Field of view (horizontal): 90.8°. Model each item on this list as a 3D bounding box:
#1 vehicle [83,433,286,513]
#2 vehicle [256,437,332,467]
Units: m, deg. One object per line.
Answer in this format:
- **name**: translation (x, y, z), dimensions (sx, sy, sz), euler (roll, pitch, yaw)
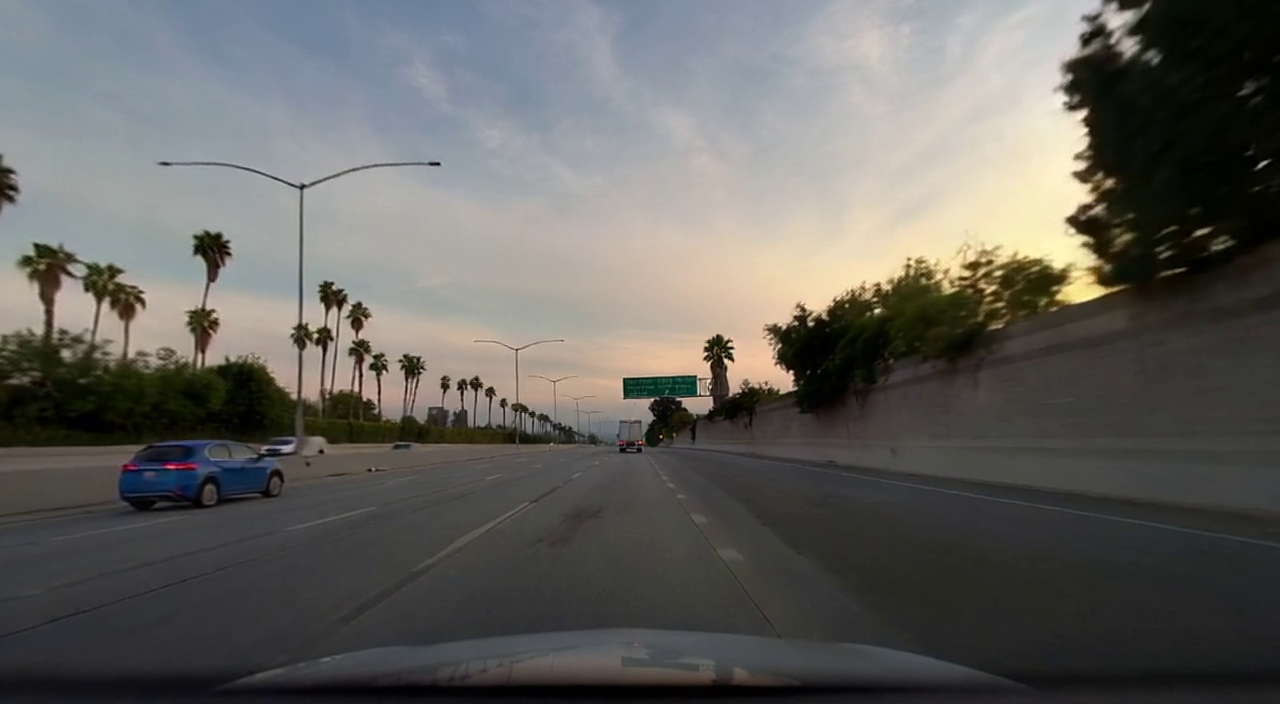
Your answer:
- **vehicle**: translation (-10.731, 2.841, 15.361), dimensions (1.897, 1.653, 4.113), euler (0, -8, -1)
- **vehicle**: translation (-23.534, 6.820, 43.287), dimensions (2.127, 1.901, 5.585), euler (0, -8, -1)
